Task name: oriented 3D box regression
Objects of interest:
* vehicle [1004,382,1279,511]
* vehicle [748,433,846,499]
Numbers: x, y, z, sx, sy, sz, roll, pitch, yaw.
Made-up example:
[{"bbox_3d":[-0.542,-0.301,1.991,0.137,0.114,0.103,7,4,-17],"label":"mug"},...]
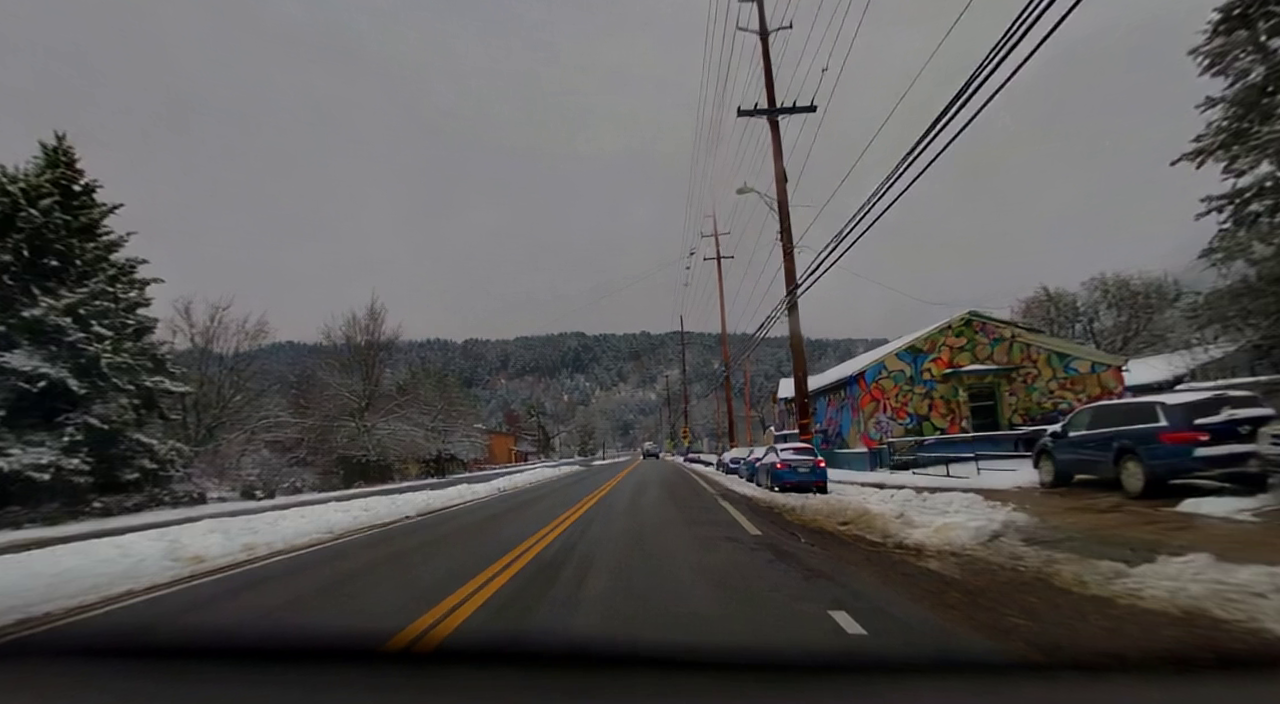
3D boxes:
[{"bbox_3d":[10.196,1.946,13.031,2.253,2.000,5.259,-4,-9,1],"label":"vehicle"},{"bbox_3d":[5.377,4.028,22.341,2.072,1.889,4.468,-6,-10,-1],"label":"vehicle"}]
